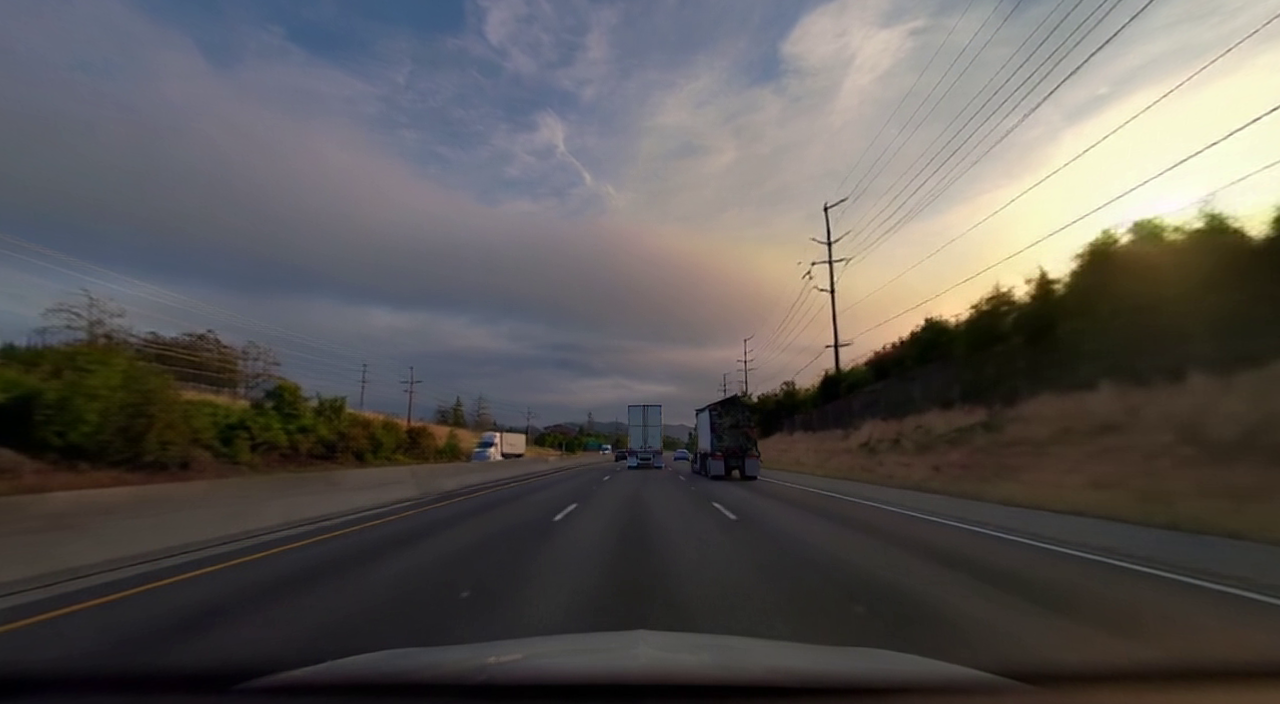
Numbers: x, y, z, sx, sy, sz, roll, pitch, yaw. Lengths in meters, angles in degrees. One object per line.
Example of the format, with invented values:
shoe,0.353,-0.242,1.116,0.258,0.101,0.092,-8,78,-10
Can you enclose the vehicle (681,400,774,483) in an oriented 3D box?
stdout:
vehicle,3.885,4.367,30.368,2.938,3.378,8.820,0,-9,-2

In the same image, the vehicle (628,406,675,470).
vehicle,0.621,6.592,47.035,2.997,4.076,13.224,0,-9,-1
